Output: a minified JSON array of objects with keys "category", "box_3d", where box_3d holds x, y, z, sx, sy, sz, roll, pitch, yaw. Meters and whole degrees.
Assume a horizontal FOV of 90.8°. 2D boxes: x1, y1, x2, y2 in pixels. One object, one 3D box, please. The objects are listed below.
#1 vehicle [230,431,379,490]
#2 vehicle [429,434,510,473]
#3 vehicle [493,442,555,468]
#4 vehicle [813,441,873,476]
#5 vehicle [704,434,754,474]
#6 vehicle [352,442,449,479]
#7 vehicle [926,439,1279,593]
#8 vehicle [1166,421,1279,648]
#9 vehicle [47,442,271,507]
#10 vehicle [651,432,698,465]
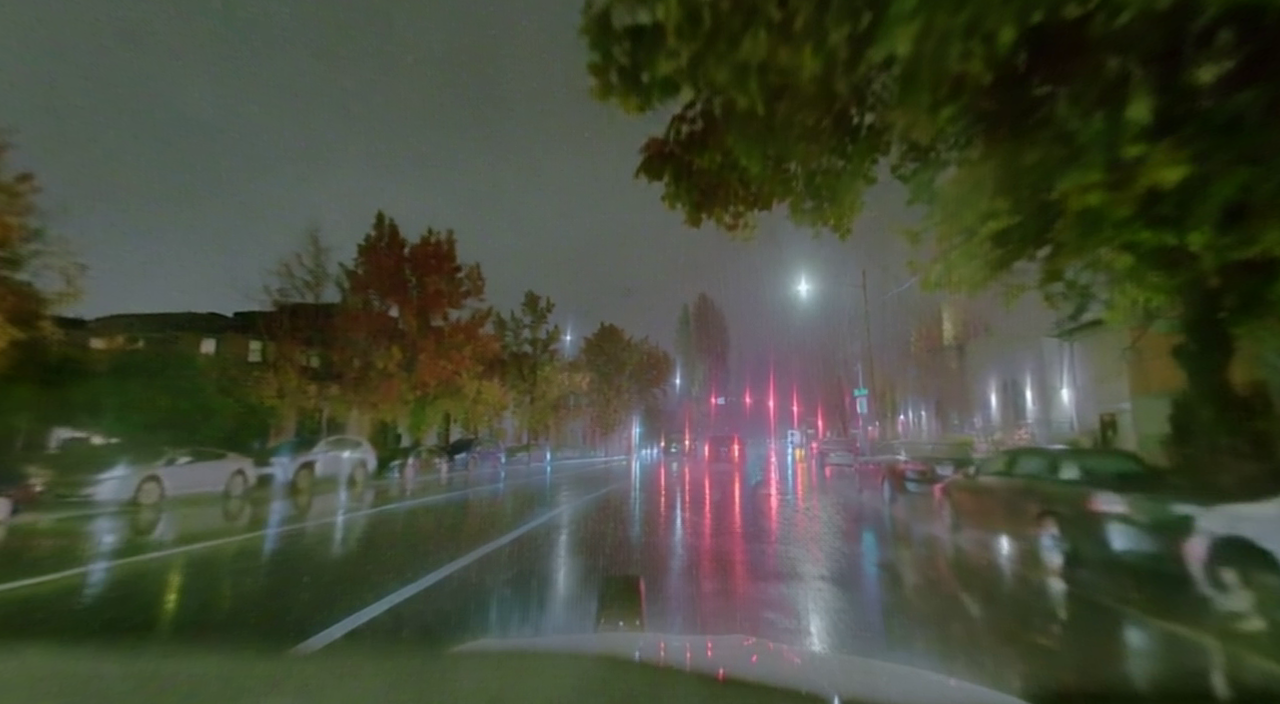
[{"category":"vehicle","box_3d":[-11.265,3.670,21.760,1.977,1.761,4.990,-1,-8,6]},{"category":"vehicle","box_3d":[-8.825,5.285,33.202,2.115,1.853,4.745,-2,-9,12]},{"category":"vehicle","box_3d":[-7.065,6.324,39.029,1.782,1.472,4.744,-2,-9,16]},{"category":"vehicle","box_3d":[9.452,4.958,29.834,2.104,1.489,4.962,-2,-9,11]},{"category":"vehicle","box_3d":[4.174,4.657,29.175,1.852,1.680,4.488,-2,-9,13]},{"category":"vehicle","box_3d":[-10.253,4.649,27.447,1.809,1.469,4.485,-2,-9,11]},{"category":"vehicle","box_3d":[5.614,1.898,8.335,1.807,1.436,4.535,0,-8,4]},{"category":"vehicle","box_3d":[5.290,1.102,3.292,1.841,1.545,3.813,0,-8,2]},{"category":"vehicle","box_3d":[-12.223,3.095,16.568,1.880,1.450,4.627,-1,-8,7]},{"category":"vehicle","box_3d":[2.115,5.653,37.122,1.877,1.827,4.298,-2,-9,15]}]
